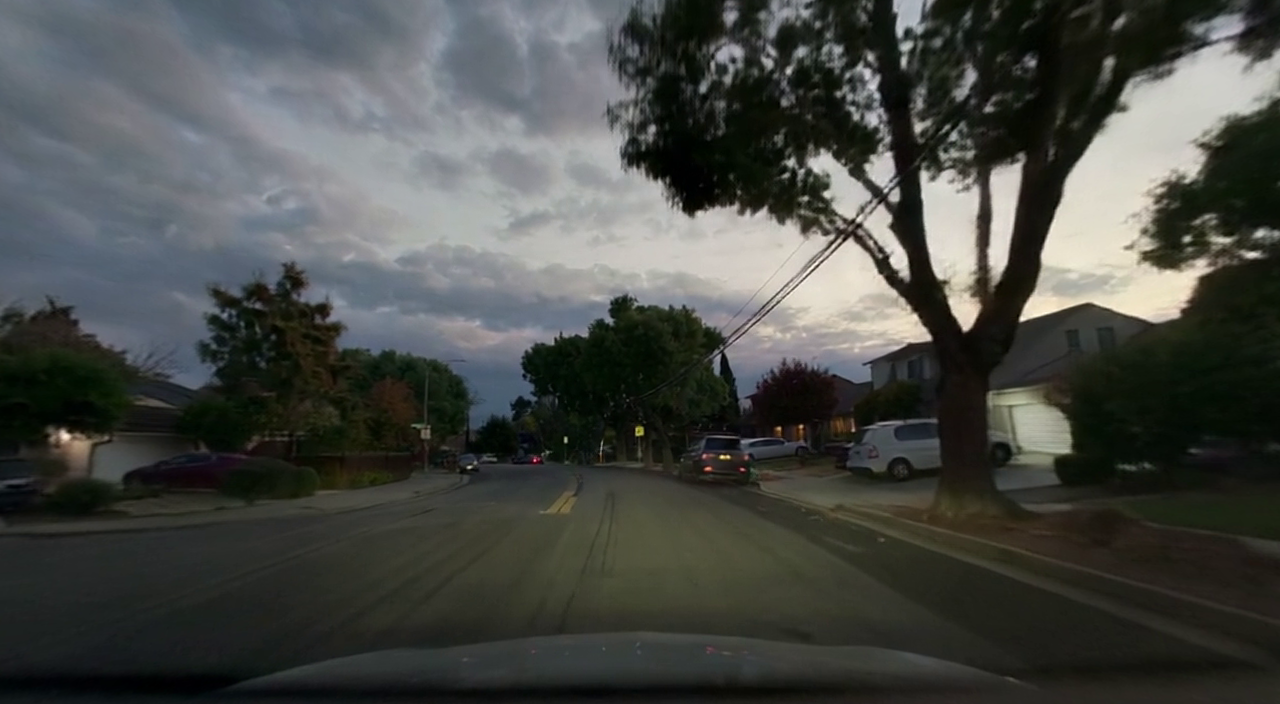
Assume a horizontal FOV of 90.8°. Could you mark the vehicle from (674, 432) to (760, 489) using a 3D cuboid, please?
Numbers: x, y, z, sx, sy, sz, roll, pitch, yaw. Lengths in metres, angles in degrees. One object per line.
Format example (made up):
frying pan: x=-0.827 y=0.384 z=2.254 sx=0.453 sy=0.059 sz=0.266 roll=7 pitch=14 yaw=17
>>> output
vehicle: x=2.798 y=4.121 z=24.351 sx=2.214 sy=1.962 sz=4.733 roll=1 pitch=-9 yaw=-6

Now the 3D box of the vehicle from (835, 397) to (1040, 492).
vehicle: x=8.663 y=2.731 z=18.784 sx=4.801 sy=2.139 sz=2.164 roll=-6 pitch=-8 yaw=-2

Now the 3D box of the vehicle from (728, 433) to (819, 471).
vehicle: x=7.594 y=5.755 z=36.324 sx=4.666 sy=1.655 sz=2.169 roll=-6 pitch=-9 yaw=1
